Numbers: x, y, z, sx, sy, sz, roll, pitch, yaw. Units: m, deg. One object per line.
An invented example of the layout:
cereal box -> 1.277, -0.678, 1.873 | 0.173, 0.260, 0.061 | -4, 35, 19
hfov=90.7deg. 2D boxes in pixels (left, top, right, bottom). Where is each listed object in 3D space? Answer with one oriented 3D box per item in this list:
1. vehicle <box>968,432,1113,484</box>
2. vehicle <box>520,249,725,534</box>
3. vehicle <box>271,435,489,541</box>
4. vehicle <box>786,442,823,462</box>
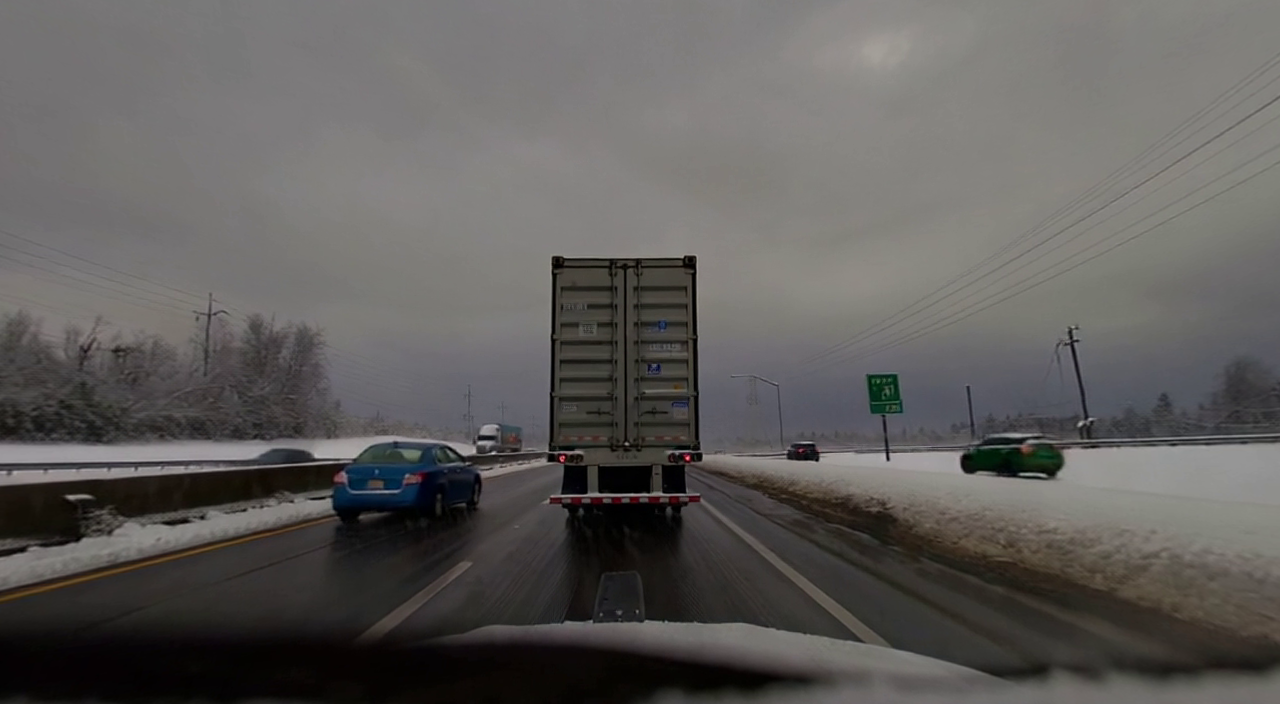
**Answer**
vehicle -> 13.405, 3.579, 21.598 | 2.020, 1.546, 4.336 | 0, -8, -1
vehicle -> -0.293, 1.388, 15.037 | 2.841, 4.071, 12.046 | 0, -8, 0
vehicle -> -4.265, 2.284, 11.363 | 1.993, 1.475, 4.540 | 0, -8, 0
vehicle -> 12.729, 7.722, 49.033 | 1.766, 1.452, 3.703 | 0, -9, -1
